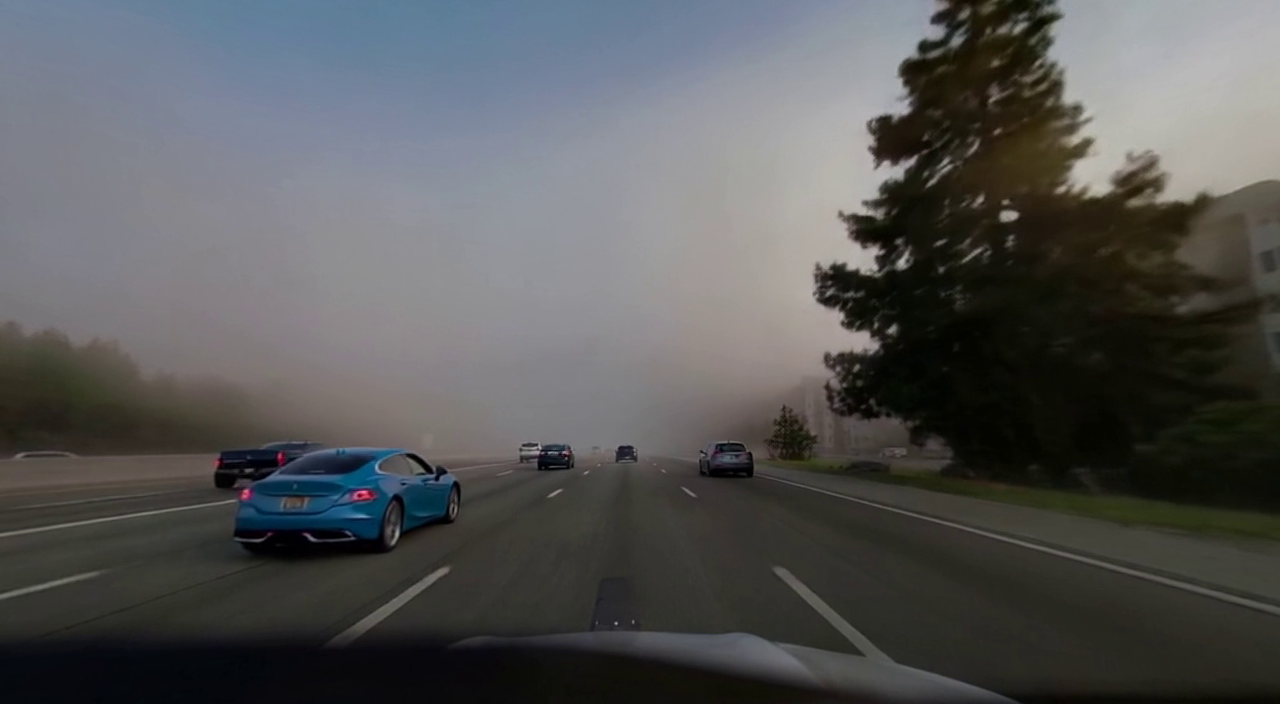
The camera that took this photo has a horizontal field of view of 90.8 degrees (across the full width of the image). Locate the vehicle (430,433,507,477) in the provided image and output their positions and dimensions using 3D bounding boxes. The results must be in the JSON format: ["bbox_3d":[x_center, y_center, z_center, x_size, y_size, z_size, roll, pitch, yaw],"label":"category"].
[{"bbox_3d":[-7.645,4.644,28.763,2.086,1.776,5.080,0,-8,0],"label":"vehicle"}]

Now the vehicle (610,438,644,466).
[{"bbox_3d":[-0.839,6.384,40.505,2.053,1.650,3.945,0,-8,-1],"label":"vehicle"}]

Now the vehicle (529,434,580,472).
[{"bbox_3d":[-4.306,5.156,32.372,2.044,1.774,4.329,0,-8,0],"label":"vehicle"}]

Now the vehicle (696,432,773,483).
[{"bbox_3d":[3.337,3.834,23.242,2.061,1.658,4.417,0,-8,-2],"label":"vehicle"}]

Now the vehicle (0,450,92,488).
[{"bbox_3d":[-25.863,4.845,26.390,1.816,1.457,4.598,0,-8,-1],"label":"vehicle"}]

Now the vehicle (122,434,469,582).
[{"bbox_3d":[-3.977,1.861,8.447,2.124,1.426,4.444,0,-8,0],"label":"vehicle"}]
